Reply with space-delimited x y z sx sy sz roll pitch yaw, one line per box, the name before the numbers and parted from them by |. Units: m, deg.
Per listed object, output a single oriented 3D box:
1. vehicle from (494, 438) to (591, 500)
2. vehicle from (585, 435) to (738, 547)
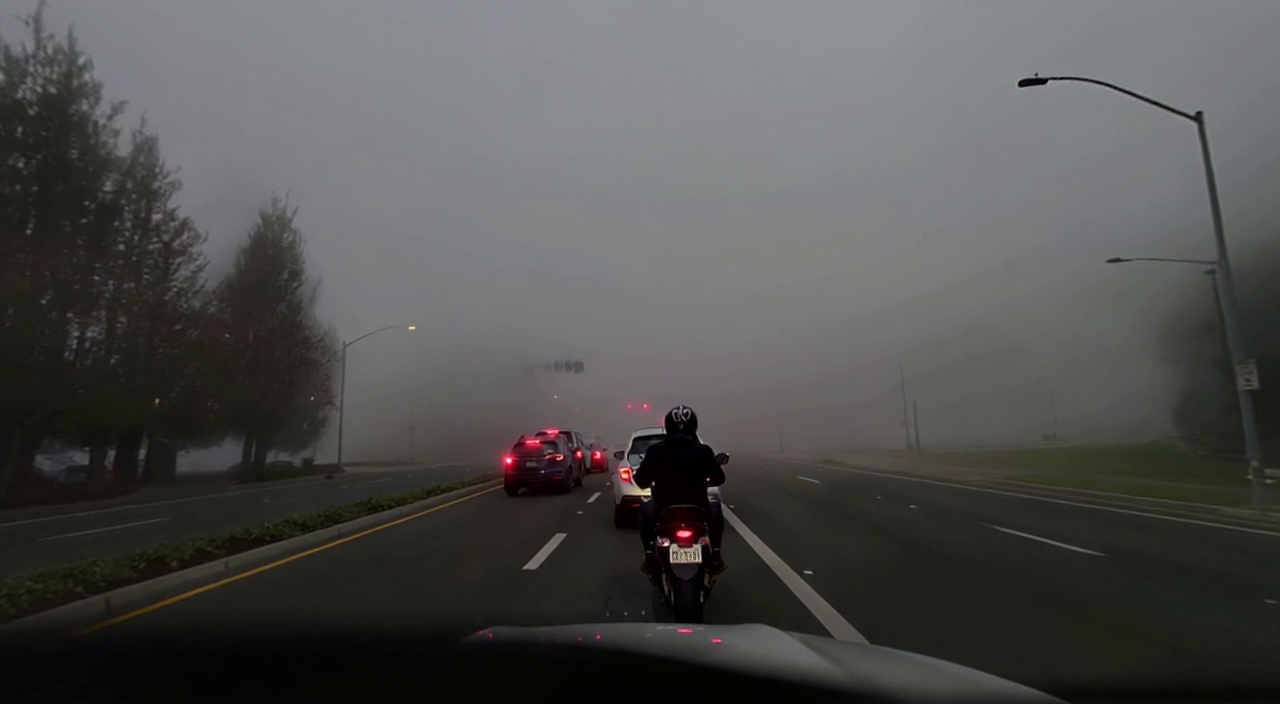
vehicle | -2.556 3.176 17.501 1.979 1.499 3.840 -1 -8 2
vehicle | 0.330 2.175 10.680 2.009 1.450 4.608 -1 -8 1
